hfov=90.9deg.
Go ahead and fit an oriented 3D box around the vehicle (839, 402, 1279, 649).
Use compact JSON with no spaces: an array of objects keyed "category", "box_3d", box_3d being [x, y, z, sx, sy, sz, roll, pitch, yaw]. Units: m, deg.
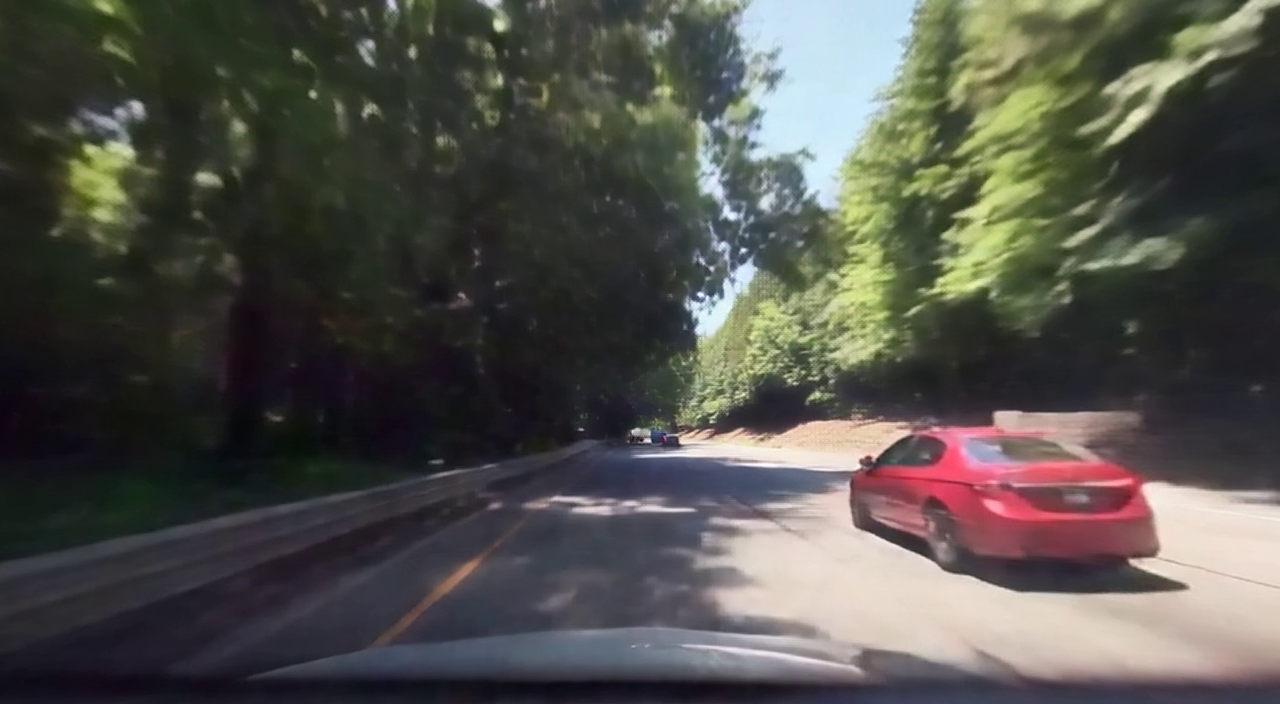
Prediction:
[{"category":"vehicle","box_3d":[3.718,1.366,6.151,2.017,1.502,4.369,0,-8,-2]}]
